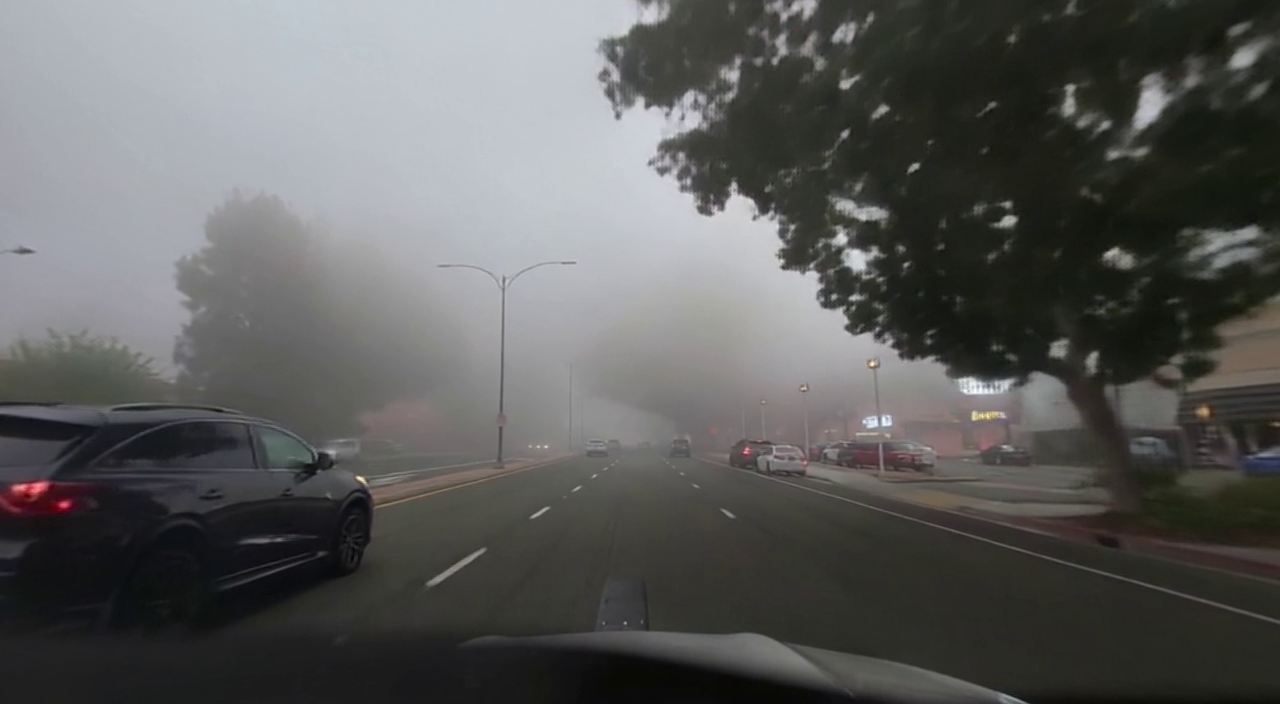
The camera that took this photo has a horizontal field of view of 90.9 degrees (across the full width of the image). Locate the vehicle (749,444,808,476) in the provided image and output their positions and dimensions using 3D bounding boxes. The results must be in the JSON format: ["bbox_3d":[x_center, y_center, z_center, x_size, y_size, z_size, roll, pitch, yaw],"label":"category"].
[{"bbox_3d":[6.722,5.285,31.094,1.888,1.425,4.547,0,-8,1],"label":"vehicle"}]

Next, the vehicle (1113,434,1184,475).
[{"bbox_3d":[26.670,5.335,32.966,5.164,1.952,1.981,8,-11,-42],"label":"vehicle"}]

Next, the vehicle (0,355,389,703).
[{"bbox_3d":[-3.584,1.112,4.421,1.983,1.635,3.957,0,-8,0],"label":"vehicle"}]

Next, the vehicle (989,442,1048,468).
[{"bbox_3d":[26.326,7.137,43.803,4.673,1.696,1.922,7,-11,-39],"label":"vehicle"}]

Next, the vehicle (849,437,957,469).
[{"bbox_3d":[15.174,5.842,36.625,5.326,1.690,2.007,-8,-11,41],"label":"vehicle"}]

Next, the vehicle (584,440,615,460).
[{"bbox_3d":[-3.000,7.464,47.904,2.005,1.446,4.265,0,-8,1],"label":"vehicle"}]
